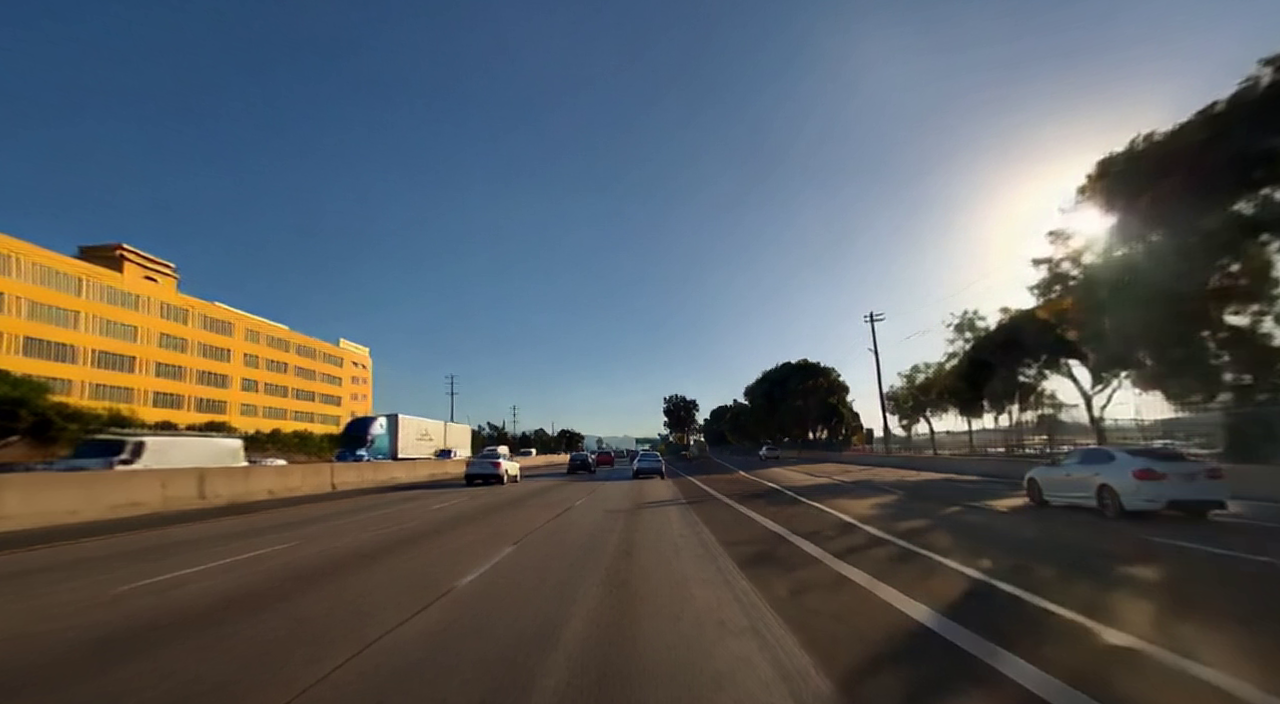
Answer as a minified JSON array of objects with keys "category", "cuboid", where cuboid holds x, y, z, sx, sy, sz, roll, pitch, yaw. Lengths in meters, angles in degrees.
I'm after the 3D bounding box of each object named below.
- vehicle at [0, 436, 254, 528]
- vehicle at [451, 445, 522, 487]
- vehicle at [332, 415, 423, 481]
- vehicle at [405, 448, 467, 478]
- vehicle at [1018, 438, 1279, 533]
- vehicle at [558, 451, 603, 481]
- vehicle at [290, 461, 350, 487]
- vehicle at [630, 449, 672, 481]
[{"category":"vehicle","cuboid":[-13.010,3.185,16.312,2.283,1.915,5.774,-1,-8,1]},{"category":"vehicle","cuboid":[-7.169,5.358,30.098,2.106,1.827,4.814,-1,-8,1]},{"category":"vehicle","cuboid":[-16.886,6.252,41.210,2.969,3.910,6.683,-1,-8,0]},{"category":"vehicle","cuboid":[-12.862,6.991,40.197,2.249,1.715,5.424,-1,-8,-1]},{"category":"vehicle","cuboid":[9.717,2.481,12.436,1.966,1.484,4.610,-1,-8,5]},{"category":"vehicle","cuboid":[-3.319,6.436,35.972,2.059,1.508,4.662,-1,-8,1]},{"category":"vehicle","cuboid":[-20.427,7.779,40.408,1.782,1.449,3.904,-1,-9,0]},{"category":"vehicle","cuboid":[0.576,6.091,34.249,2.107,1.538,3.999,-1,-8,0]}]
